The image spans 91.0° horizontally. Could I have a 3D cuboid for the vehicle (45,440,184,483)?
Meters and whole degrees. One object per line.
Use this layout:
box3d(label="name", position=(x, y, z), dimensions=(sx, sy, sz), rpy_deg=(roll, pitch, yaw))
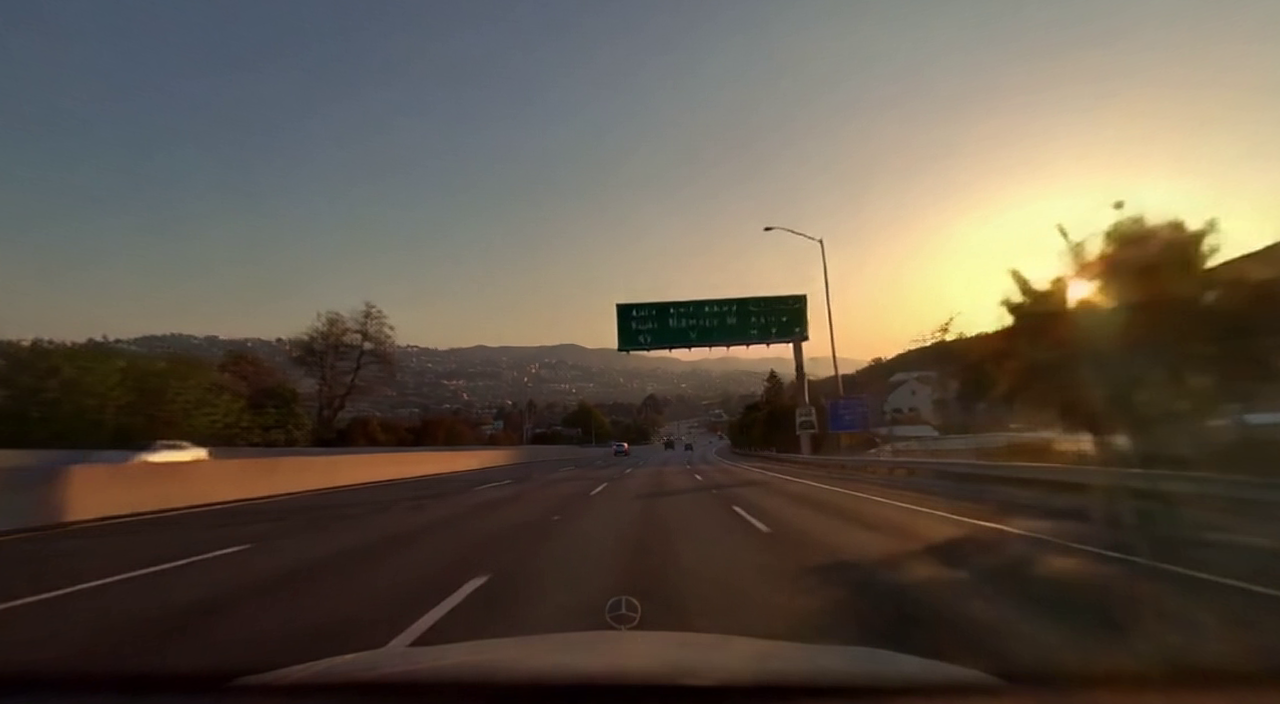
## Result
box3d(label="vehicle", position=(-22.890, 4.761, 27.717), dimensions=(1.943, 1.701, 4.638), rpy_deg=(-1, -9, 3))
